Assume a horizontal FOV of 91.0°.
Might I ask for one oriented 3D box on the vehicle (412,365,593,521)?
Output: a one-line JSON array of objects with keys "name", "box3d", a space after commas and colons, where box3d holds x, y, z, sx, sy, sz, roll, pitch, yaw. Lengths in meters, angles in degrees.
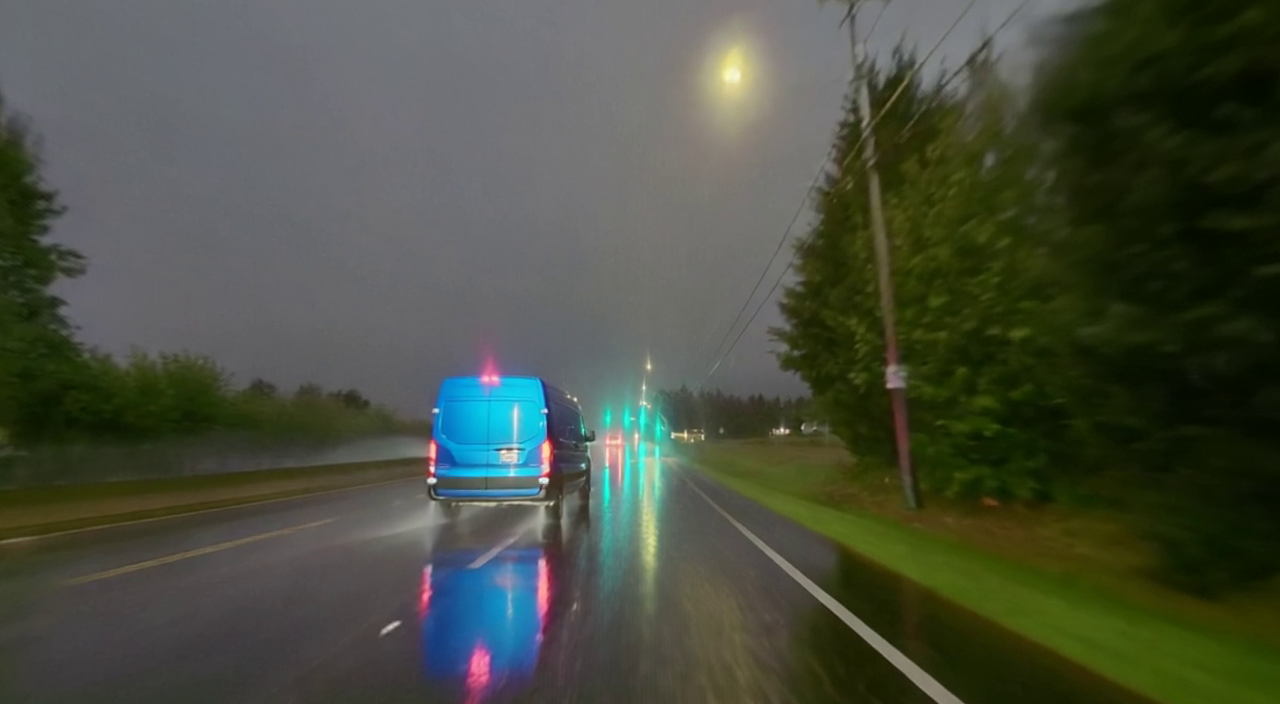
[{"name": "vehicle", "box3d": [-2.555, 1.957, 13.720, 2.497, 2.628, 6.016, 0, -8, 1]}]
